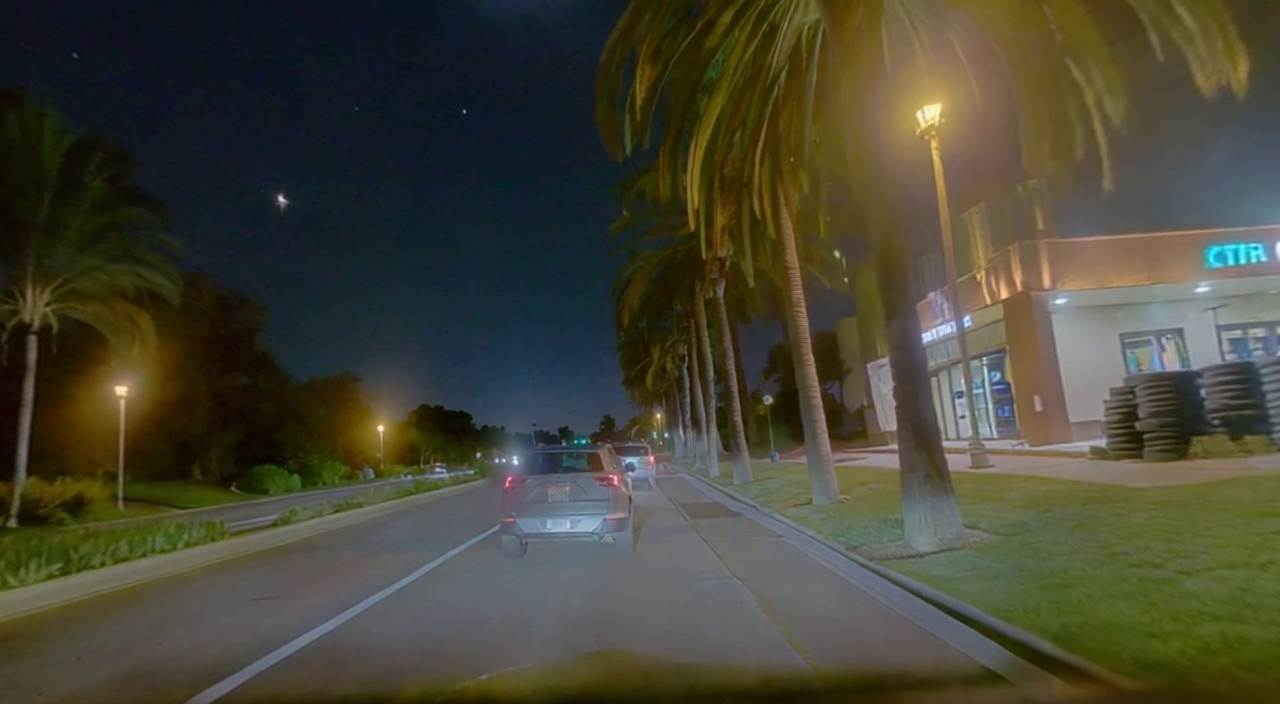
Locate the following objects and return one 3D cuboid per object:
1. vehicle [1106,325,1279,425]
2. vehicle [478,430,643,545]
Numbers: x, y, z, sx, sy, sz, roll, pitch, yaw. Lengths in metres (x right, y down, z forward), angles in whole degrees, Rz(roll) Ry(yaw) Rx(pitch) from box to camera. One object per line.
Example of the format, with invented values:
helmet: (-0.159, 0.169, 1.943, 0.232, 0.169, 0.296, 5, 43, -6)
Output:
vehicle: (13.323, 0.670, 14.290, 1.854, 1.693, 4.798, -1, -10, 0)
vehicle: (-1.103, 2.096, 10.439, 2.169, 1.495, 4.048, 0, -8, -2)
